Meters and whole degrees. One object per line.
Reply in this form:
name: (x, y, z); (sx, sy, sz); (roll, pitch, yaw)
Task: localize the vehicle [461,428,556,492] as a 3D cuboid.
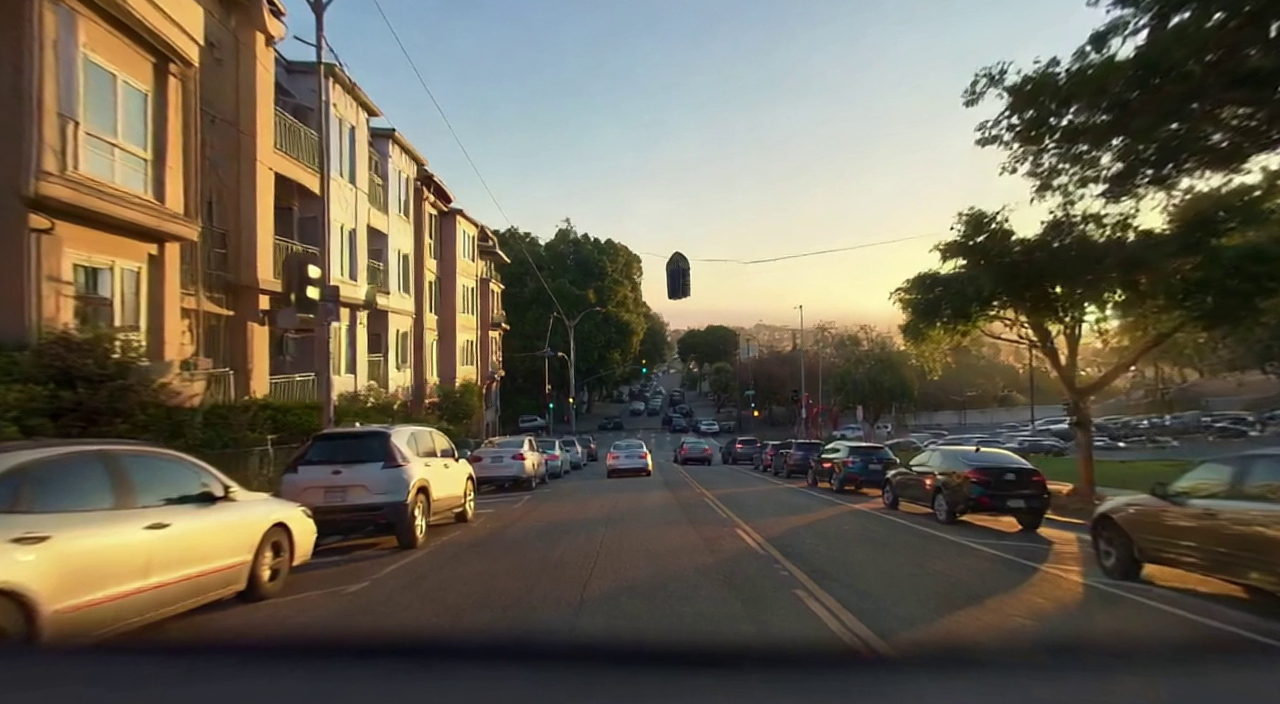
vehicle: (-3.692, 3.112, 18.439); (1.831, 1.650, 3.852); (0, -8, 2)

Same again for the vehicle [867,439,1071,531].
vehicle: (6.181, 2.506, 12.503); (1.814, 1.490, 4.109); (0, -8, 0)

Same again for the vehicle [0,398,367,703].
vehicle: (-3.708, 1.160, 4.131); (1.835, 1.497, 4.146); (0, -8, 2)

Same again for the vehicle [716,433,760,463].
vehicle: (6.018, 5.939, 39.148); (1.999, 1.752, 4.502); (0, -8, 0)

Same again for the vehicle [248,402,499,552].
vehicle: (-3.636, 1.799, 9.661); (1.975, 1.759, 4.250); (0, -8, 0)

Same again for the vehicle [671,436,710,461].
vehicle: (3.113, 6.101, 39.874); (2.055, 1.450, 4.676); (0, -8, 0)

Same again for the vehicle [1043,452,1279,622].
vehicle: (6.071, 1.703, 5.842); (1.757, 1.316, 4.632); (5, -8, 1)

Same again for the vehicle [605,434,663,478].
vehicle: (-0.227, 3.798, 23.139); (1.923, 1.460, 3.923); (0, -8, -1)

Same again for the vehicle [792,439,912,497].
vehicle: (6.185, 3.405, 19.024); (1.980, 1.518, 4.526); (0, -8, -1)
